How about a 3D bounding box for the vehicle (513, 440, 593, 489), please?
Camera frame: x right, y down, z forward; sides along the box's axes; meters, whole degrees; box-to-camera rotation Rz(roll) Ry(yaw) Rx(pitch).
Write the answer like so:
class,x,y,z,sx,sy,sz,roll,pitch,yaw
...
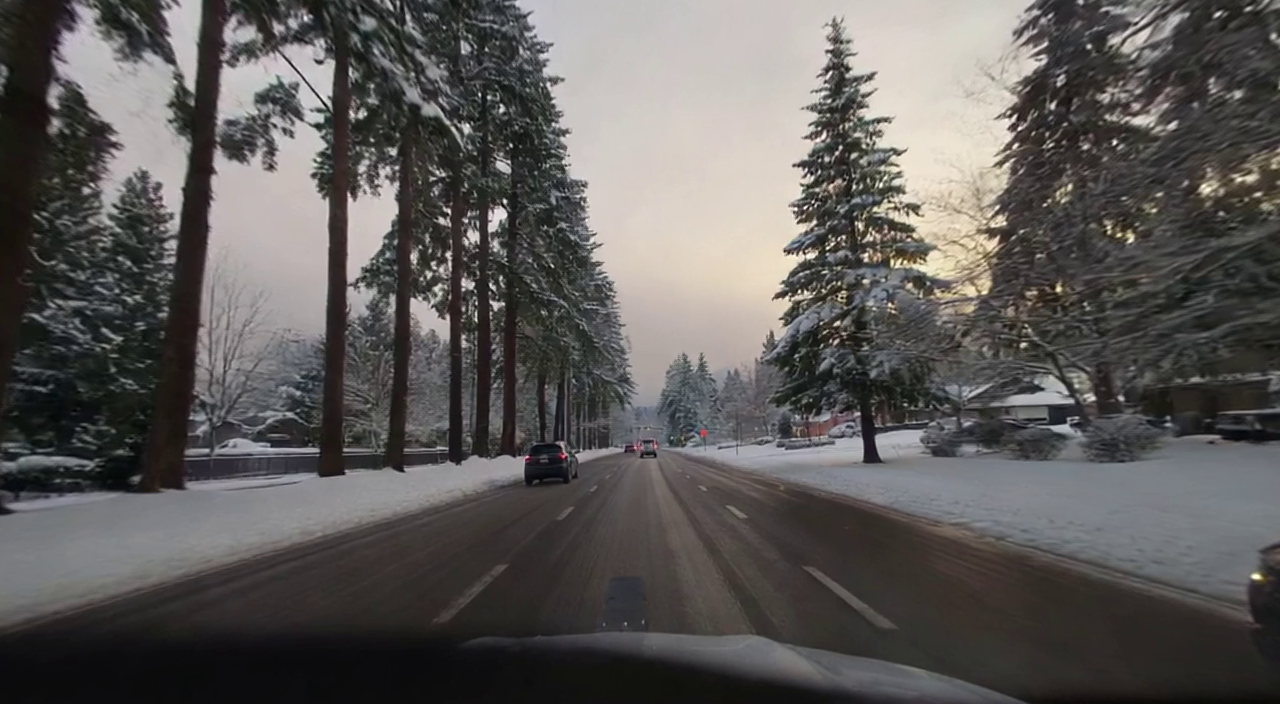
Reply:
class,x,y,z,sx,sy,sz,roll,pitch,yaw
vehicle,-2.802,3.744,21.329,2.021,1.466,4.330,0,-9,1
